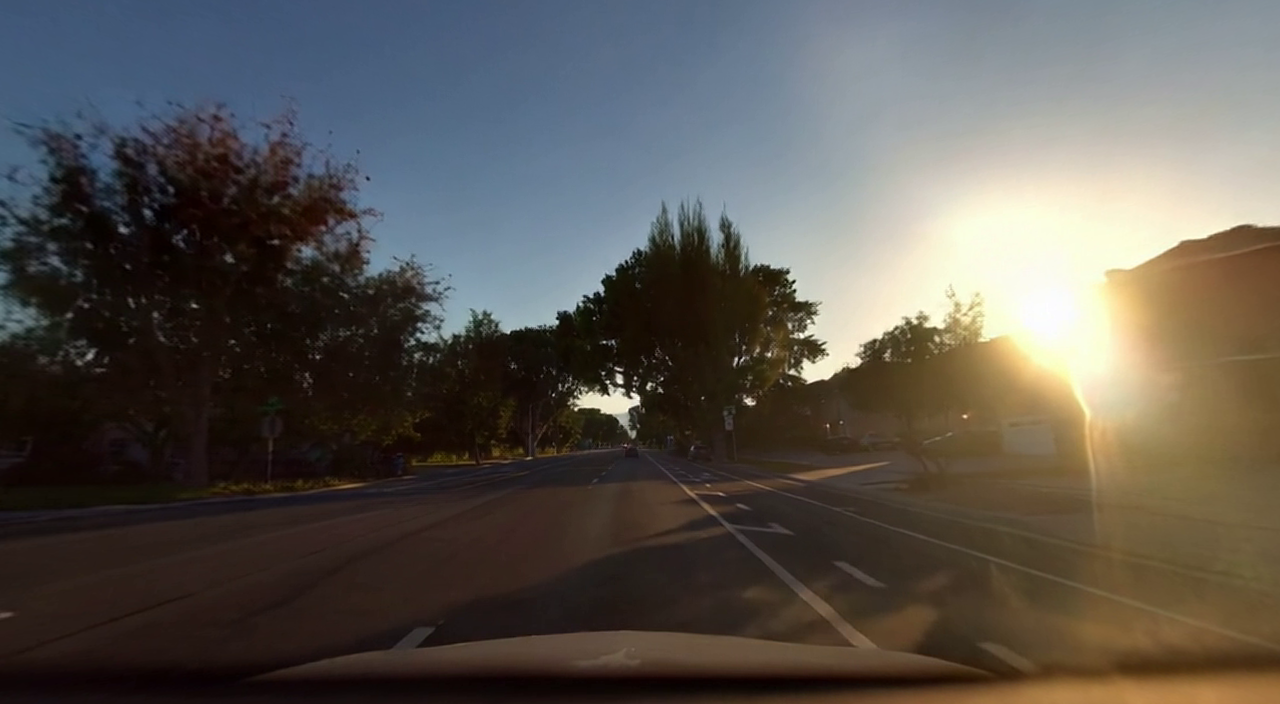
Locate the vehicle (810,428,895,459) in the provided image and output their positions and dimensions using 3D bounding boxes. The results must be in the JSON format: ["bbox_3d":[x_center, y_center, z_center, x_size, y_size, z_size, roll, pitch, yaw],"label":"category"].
[{"bbox_3d":[15.079,6.552,45.033,5.136,1.795,2.244,-4,-9,-3],"label":"vehicle"}]

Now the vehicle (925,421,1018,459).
[{"bbox_3d":[15.048,4.083,29.012,1.908,1.610,4.582,0,-9,2],"label":"vehicle"}]
